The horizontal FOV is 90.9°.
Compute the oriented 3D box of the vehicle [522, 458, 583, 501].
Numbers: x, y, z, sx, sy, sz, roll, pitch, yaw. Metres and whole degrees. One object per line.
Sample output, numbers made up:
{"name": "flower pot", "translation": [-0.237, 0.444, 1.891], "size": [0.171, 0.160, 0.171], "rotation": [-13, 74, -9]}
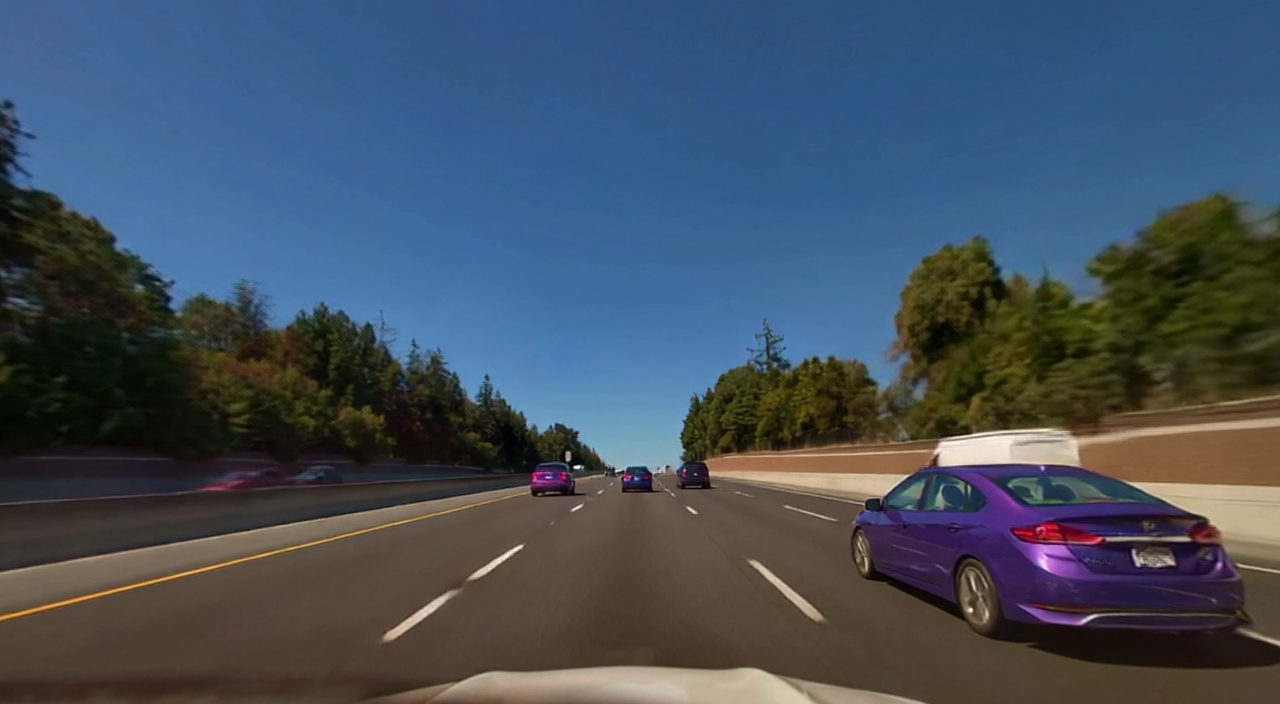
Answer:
{"name": "vehicle", "translation": [-3.800, 5.614, 27.998], "size": [2.021, 1.706, 4.247], "rotation": [1, -10, 1]}

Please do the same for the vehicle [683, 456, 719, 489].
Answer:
{"name": "vehicle", "translation": [4.249, 8.451, 44.375], "size": [2.030, 2.172, 3.621], "rotation": [1, -10, -1]}

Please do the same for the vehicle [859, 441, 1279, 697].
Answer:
{"name": "vehicle", "translation": [3.735, 1.711, 5.927], "size": [1.938, 1.561, 3.786], "rotation": [1, -10, -1]}

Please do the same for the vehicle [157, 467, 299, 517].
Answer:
{"name": "vehicle", "translation": [-13.996, 4.749, 21.810], "size": [1.814, 1.486, 4.645], "rotation": [1, -10, -1]}

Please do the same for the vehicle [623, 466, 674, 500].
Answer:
{"name": "vehicle", "translation": [0.386, 6.119, 29.696], "size": [2.241, 1.425, 3.973], "rotation": [1, -10, 0]}
